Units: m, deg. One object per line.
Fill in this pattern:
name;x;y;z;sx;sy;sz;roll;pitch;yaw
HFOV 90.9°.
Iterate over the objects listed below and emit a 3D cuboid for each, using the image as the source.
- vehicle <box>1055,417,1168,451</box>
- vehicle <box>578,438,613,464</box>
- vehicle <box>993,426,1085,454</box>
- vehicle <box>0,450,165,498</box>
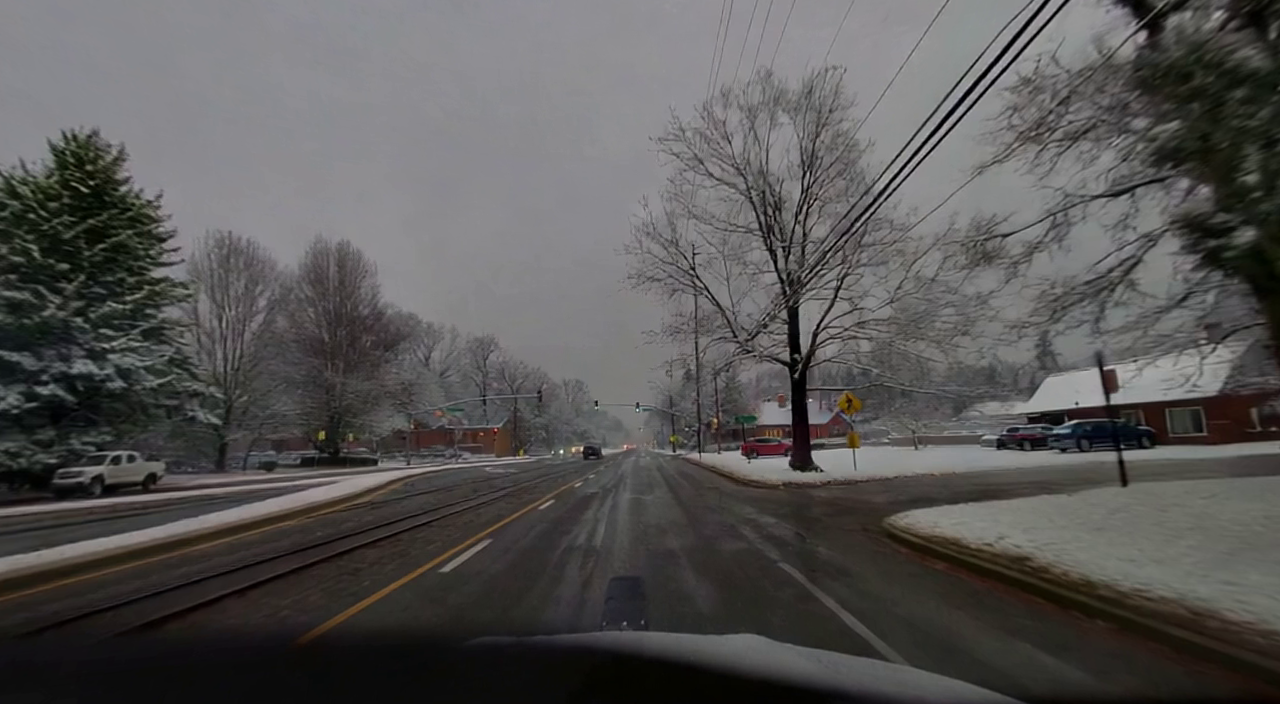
vehicle;25.616;4.471;34.348;4.690;1.742;2.008;1;-7;-4
vehicle;-3.300;7.466;47.781;2.229;1.821;4.681;0;-8;0
vehicle;25.275;5.591;40.051;4.461;1.695;1.999;0;-7;0
vehicle;-24.595;5.323;27.849;5.887;1.894;2.329;-2;-9;13
